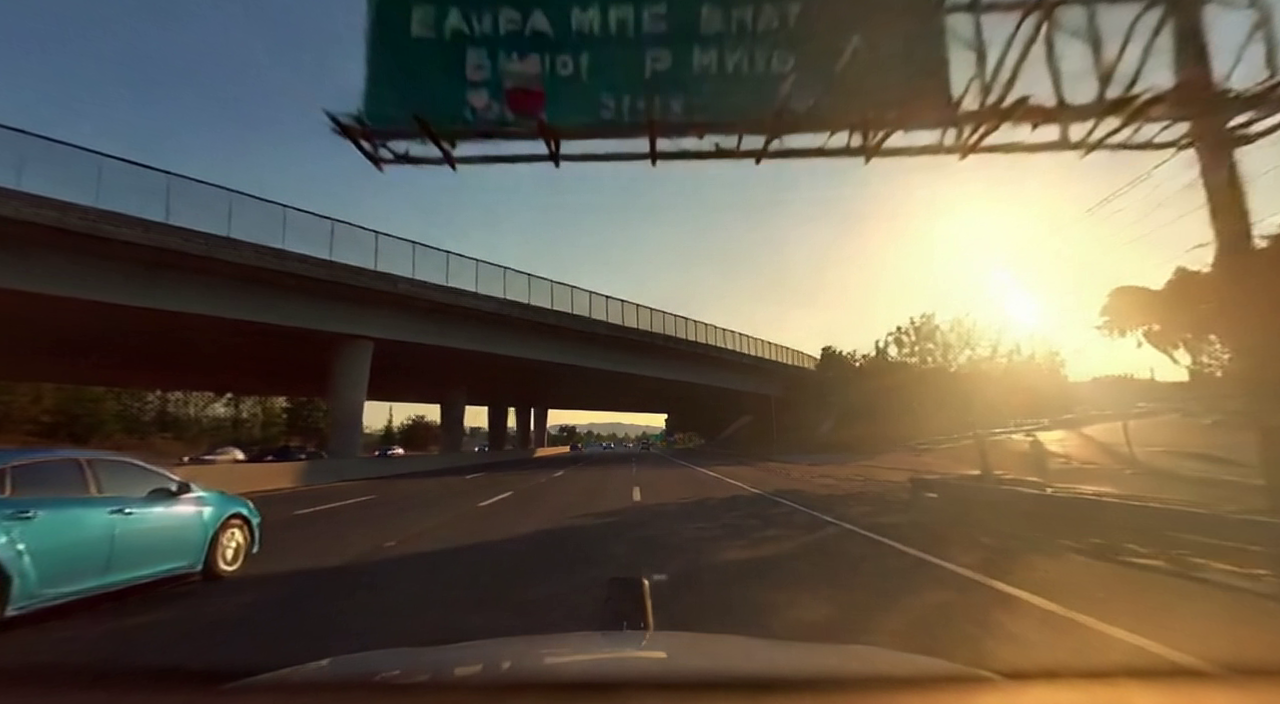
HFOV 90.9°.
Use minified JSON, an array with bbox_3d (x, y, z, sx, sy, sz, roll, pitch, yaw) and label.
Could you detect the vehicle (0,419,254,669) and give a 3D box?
[{"bbox_3d":[-5.069,1.245,4.212,2.105,1.551,4.602,0,-8,-1],"label":"vehicle"}]
